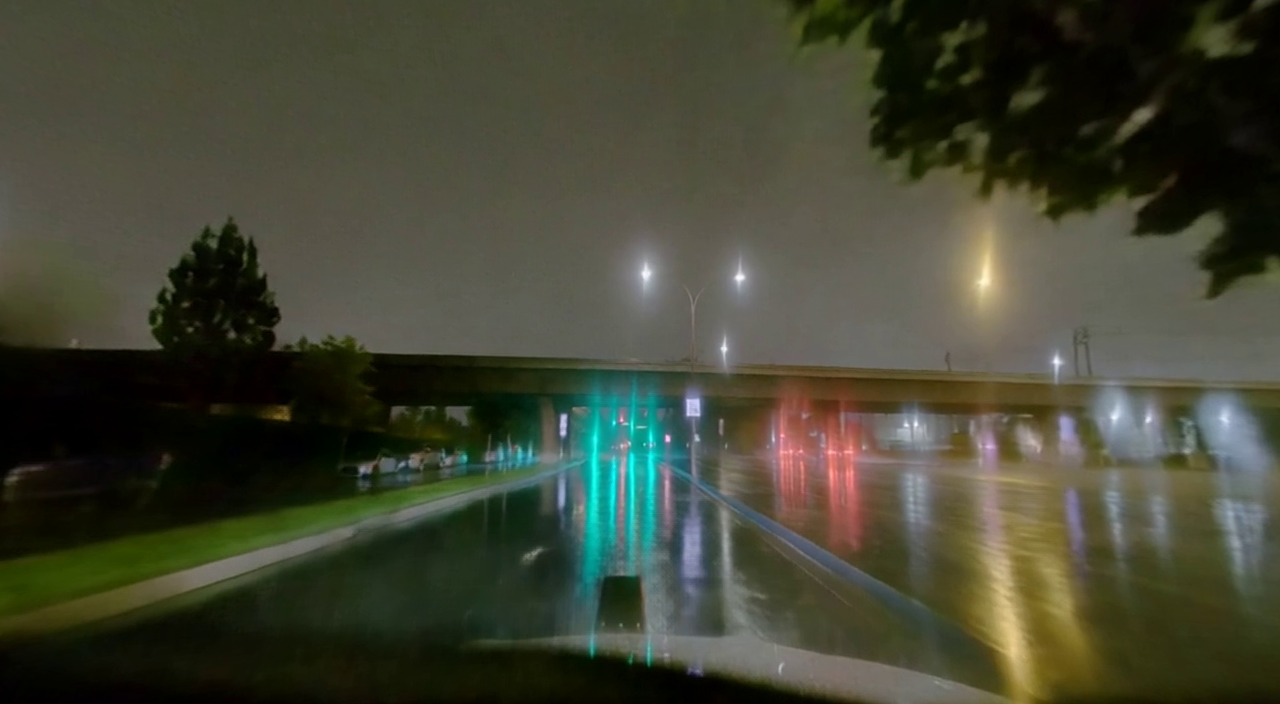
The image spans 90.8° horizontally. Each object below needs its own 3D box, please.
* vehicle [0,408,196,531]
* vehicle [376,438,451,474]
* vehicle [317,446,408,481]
[{"bbox_3d":[-13.452,2.532,14.205,2.307,2.349,6.335,1,-8,-1],"label":"vehicle"},{"bbox_3d":[-12.969,6.014,36.699,2.064,1.809,5.545,3,-8,2],"label":"vehicle"},{"bbox_3d":[-13.334,5.360,30.729,2.156,1.489,4.758,2,-8,1],"label":"vehicle"}]
